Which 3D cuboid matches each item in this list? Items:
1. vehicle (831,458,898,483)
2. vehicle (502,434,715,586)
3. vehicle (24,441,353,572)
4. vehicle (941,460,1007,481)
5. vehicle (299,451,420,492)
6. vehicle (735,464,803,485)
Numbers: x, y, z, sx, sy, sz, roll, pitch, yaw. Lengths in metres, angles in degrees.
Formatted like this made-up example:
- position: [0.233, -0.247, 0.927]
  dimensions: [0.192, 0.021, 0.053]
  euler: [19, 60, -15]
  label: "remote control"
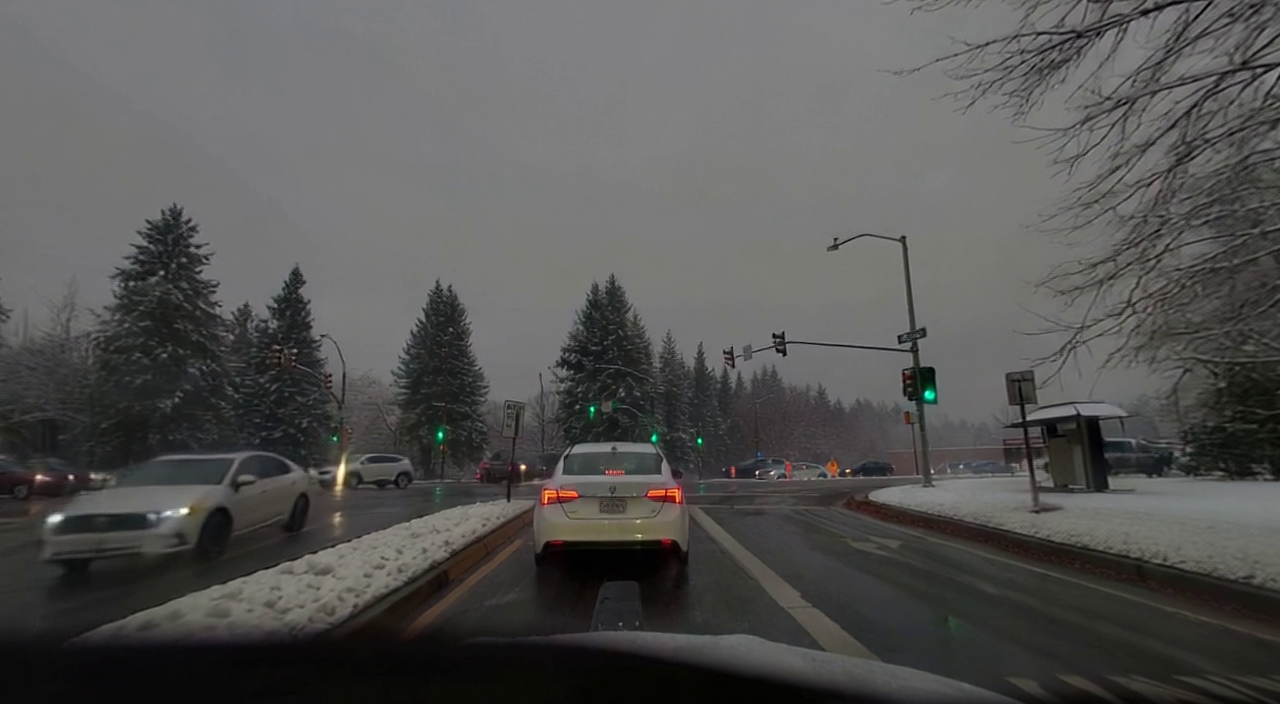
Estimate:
- position: [16.464, 8.676, 46.374]
  dimensions: [4.337, 1.637, 1.860]
  euler: [2, -9, -16]
  label: "vehicle"
- position: [-0.363, 1.886, 8.462]
  dimensions: [2.112, 1.479, 4.264]
  euler: [0, -9, -1]
  label: "vehicle"
- position: [-6.488, 2.204, 9.984]
  dimensions: [2.078, 1.534, 4.646]
  euler: [1, -9, -5]
  label: "vehicle"
- position: [25.946, 9.160, 49.083]
  dimensions: [4.358, 1.471, 1.875]
  euler: [2, -9, -16]
  label: "vehicle"
- position: [-14.740, 6.265, 33.311]
  dimensions: [5.500, 2.012, 2.201]
  euler: [-2, -9, 13]
  label: "vehicle"
- position: [9.034, 8.578, 44.368]
  dimensions: [4.254, 1.359, 1.895]
  euler: [2, -9, -16]
  label: "vehicle"
